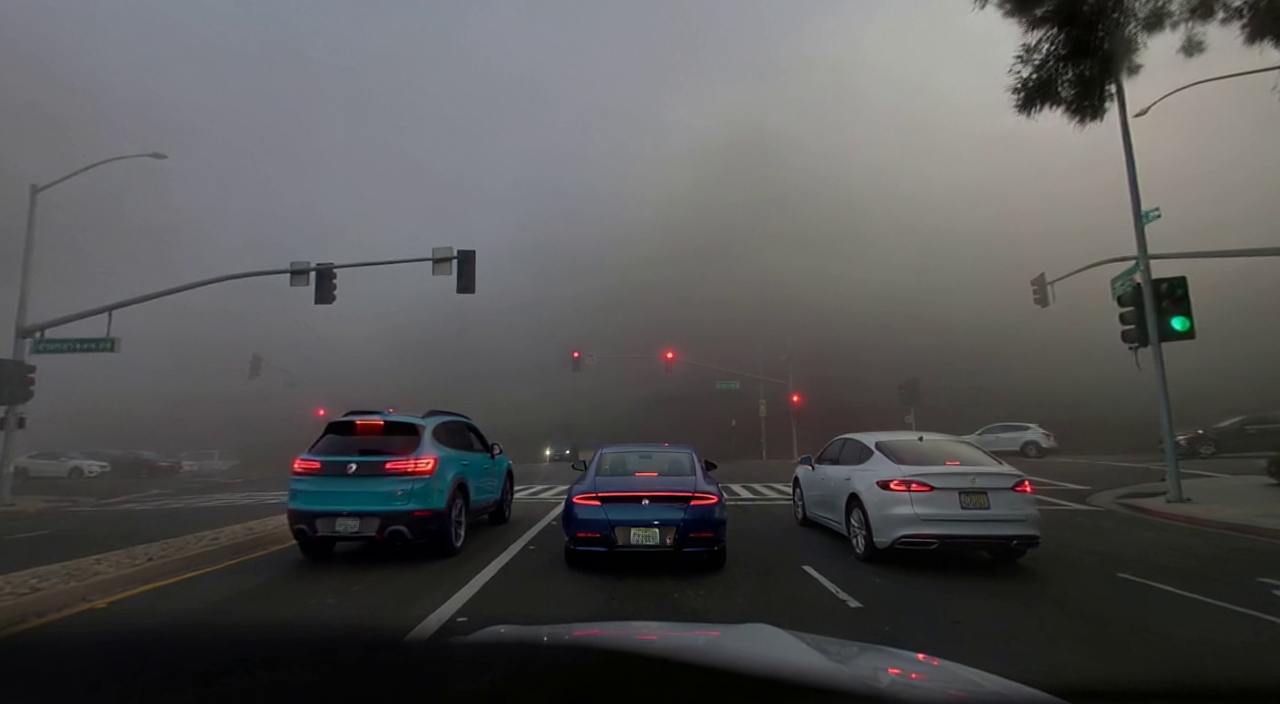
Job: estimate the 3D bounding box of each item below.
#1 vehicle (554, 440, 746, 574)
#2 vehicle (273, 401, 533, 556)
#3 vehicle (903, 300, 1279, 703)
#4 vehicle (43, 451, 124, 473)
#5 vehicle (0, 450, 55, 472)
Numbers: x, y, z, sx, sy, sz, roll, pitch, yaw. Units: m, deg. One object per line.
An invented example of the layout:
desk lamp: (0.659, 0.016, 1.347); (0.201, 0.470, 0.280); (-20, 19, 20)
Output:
vehicle: (0.116, 1.872, 8.388); (1.945, 1.343, 3.827); (0, -8, 1)
vehicle: (-3.170, 1.830, 9.800); (2.061, 1.781, 4.842); (0, -8, 1)
vehicle: (3.104, 0.801, 2.540); (2.143, 1.759, 4.531); (0, -8, 0)
vehicle: (-41.290, 8.159, 46.803); (4.195, 1.533, 1.752); (0, -8, -3)
vehicle: (-46.156, 7.968, 46.175); (4.545, 1.558, 1.833); (0, -8, -4)
